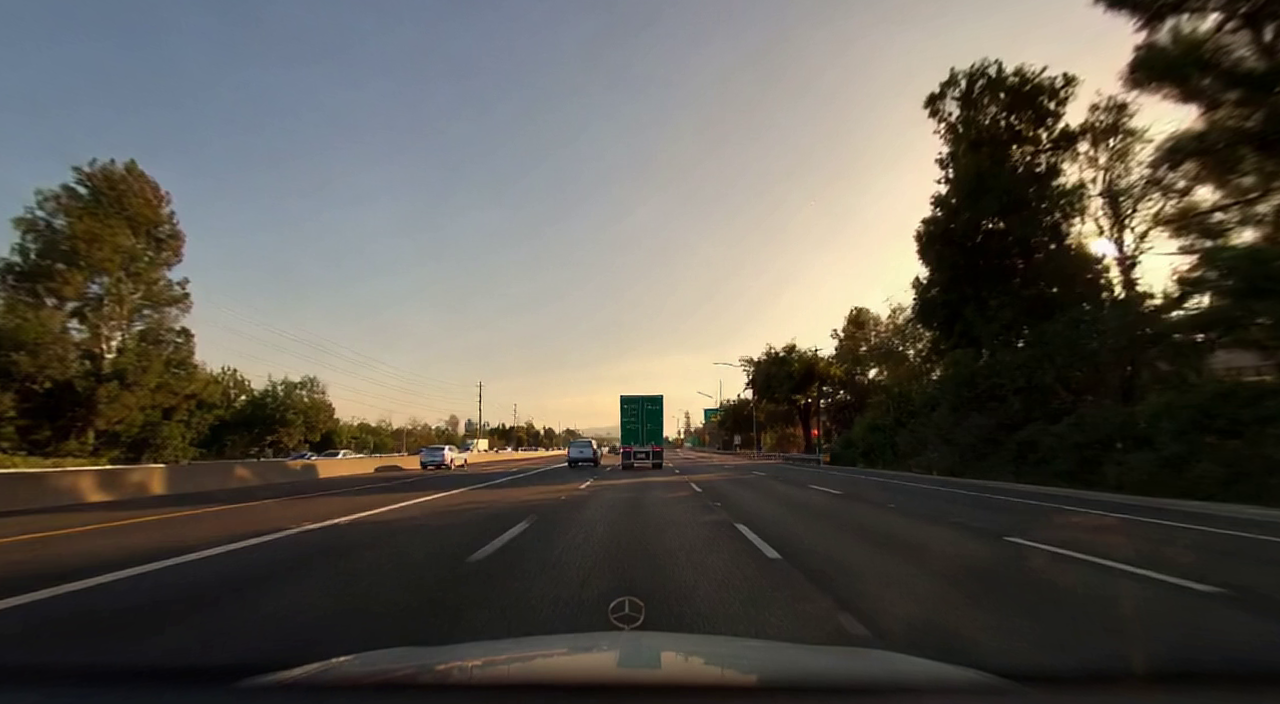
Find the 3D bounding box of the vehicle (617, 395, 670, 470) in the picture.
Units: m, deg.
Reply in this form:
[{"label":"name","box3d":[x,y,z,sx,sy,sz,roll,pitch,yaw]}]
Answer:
[{"label":"vehicle","box3d":[0.233,5.350,41.105,2.879,4.085,13.125,0,-8,0]}]

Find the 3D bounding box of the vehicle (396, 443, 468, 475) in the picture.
[{"label":"vehicle","box3d":[-10.610,5.461,32.538,2.012,1.509,4.789,0,-8,1]}]

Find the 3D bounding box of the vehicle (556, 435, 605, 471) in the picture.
[{"label":"vehicle","box3d":[-3.397,5.899,37.099,2.293,1.923,5.141,0,-8,0]}]
